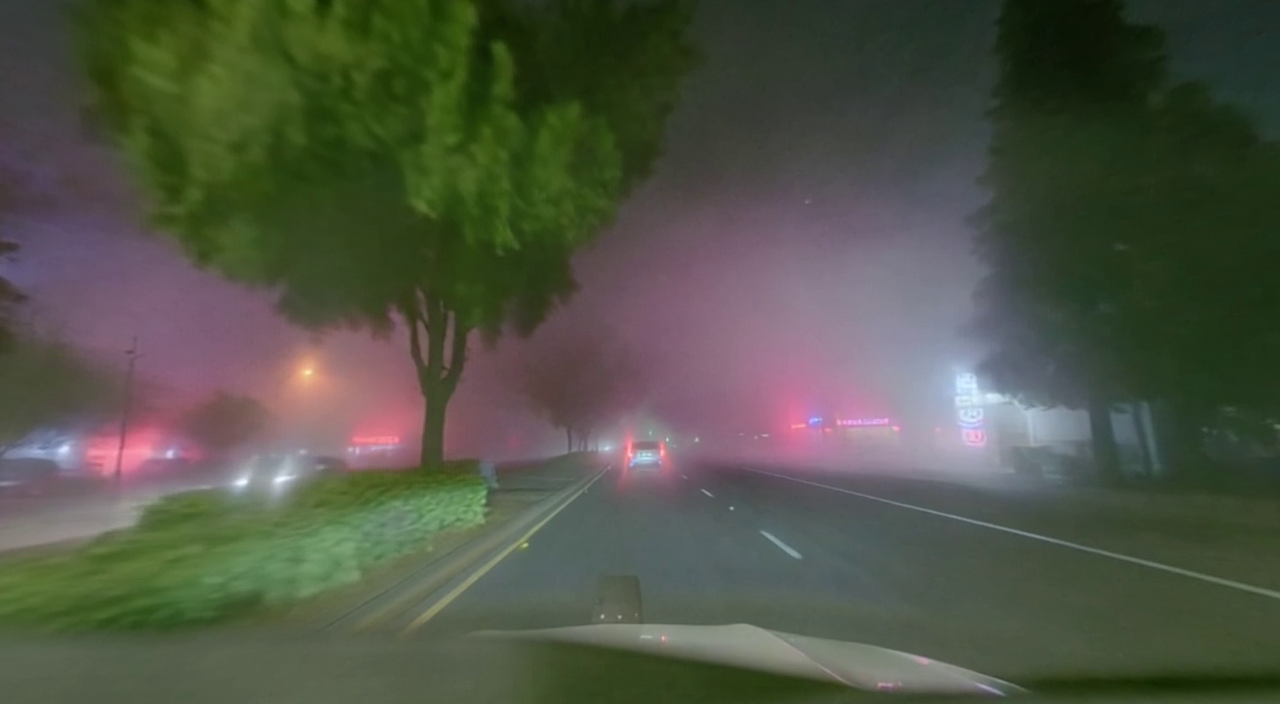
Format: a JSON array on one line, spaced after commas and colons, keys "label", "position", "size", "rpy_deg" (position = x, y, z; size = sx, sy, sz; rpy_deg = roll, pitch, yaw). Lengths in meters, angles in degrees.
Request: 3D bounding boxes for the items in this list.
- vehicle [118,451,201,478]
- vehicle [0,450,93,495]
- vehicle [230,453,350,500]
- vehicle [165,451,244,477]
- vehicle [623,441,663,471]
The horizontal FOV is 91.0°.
[{"label": "vehicle", "position": [-34.379, 8.055, 45.237], "size": [2.034, 1.742, 4.830], "rpy_deg": [0, -8, 1]}, {"label": "vehicle", "position": [-28.194, 5.492, 29.105], "size": [2.061, 1.871, 5.360], "rpy_deg": [2, -9, -14]}, {"label": "vehicle", "position": [-12.489, 4.436, 22.830], "size": [1.833, 1.469, 4.343], "rpy_deg": [0, -9, 0]}, {"label": "vehicle", "position": [-31.171, 8.011, 45.258], "size": [1.952, 1.729, 5.170], "rpy_deg": [0, -8, 0]}, {"label": "vehicle", "position": [0.123, 5.471, 33.319], "size": [1.998, 1.452, 3.773], "rpy_deg": [0, -8, -1]}]
